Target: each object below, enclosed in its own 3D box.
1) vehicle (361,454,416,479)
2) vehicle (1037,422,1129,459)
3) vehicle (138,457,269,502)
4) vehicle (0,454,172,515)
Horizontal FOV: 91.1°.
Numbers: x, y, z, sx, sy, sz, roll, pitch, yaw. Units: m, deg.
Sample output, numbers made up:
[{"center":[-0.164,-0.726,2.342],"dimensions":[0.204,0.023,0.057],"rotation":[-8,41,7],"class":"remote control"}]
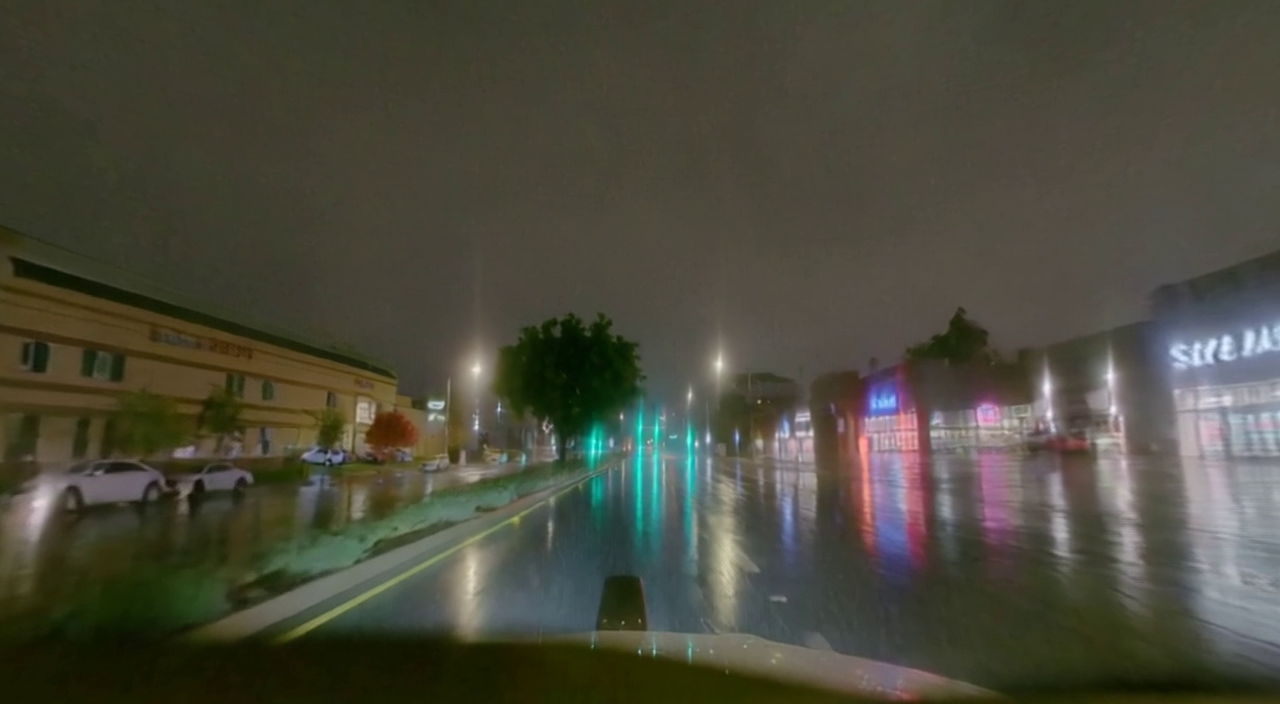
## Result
[{"center":[-18.550,8.438,46.522],"dimensions":[2.012,1.560,4.782],"rotation":[-1,-7,1],"class":"vehicle"},{"center":[32.838,6.615,46.840],"dimensions":[2.684,2.559,5.772],"rotation":[0,-8,1],"class":"vehicle"},{"center":[-18.920,5.509,27.593],"dimensions":[1.959,1.535,5.081],"rotation":[-1,-7,3],"class":"vehicle"},{"center":[-19.224,4.504,21.865],"dimensions":[2.029,1.785,4.694],"rotation":[0,-9,3],"class":"vehicle"}]
